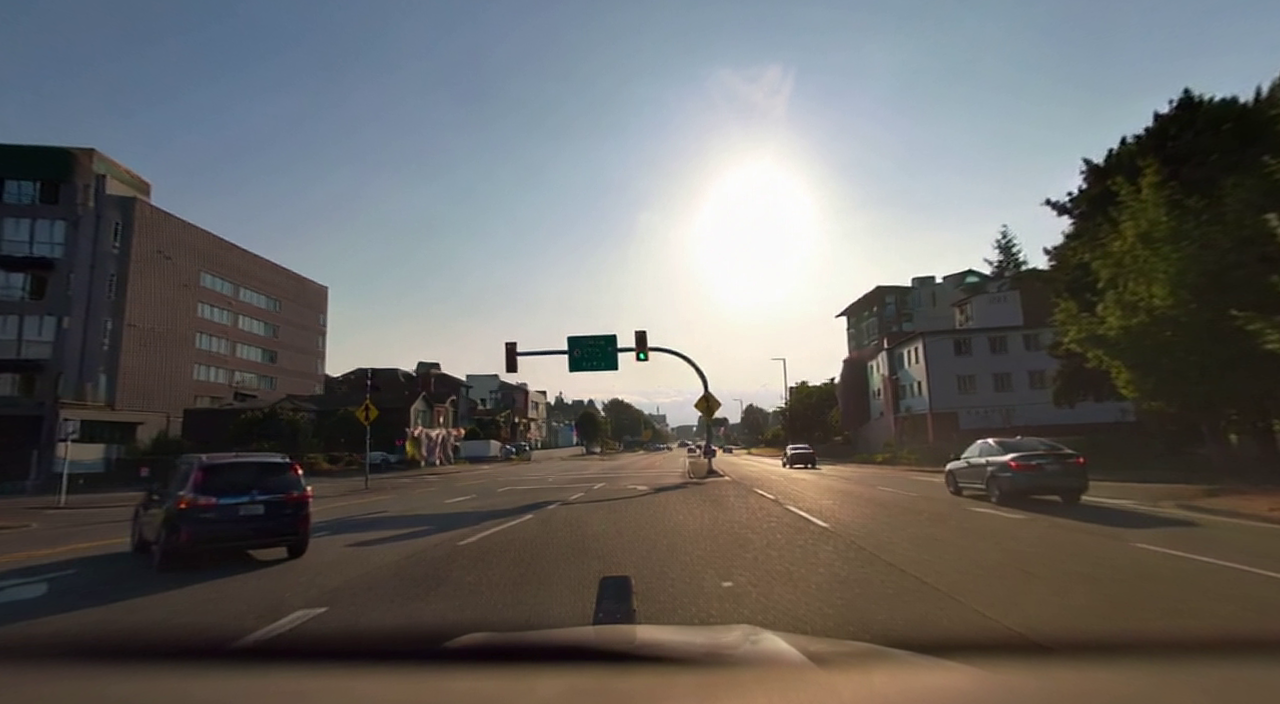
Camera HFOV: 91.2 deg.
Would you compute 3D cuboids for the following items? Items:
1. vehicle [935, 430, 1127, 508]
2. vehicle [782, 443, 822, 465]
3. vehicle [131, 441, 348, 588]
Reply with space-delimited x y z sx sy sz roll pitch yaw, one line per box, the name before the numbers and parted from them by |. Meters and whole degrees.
vehicle | 9.099 2.747 15.117 2.007 1.586 4.210 -1 -9 3
vehicle | 11.636 7.324 45.211 1.931 1.475 4.092 -1 -9 3
vehicle | -5.515 2.050 8.786 2.014 1.525 3.670 5 -10 -32
